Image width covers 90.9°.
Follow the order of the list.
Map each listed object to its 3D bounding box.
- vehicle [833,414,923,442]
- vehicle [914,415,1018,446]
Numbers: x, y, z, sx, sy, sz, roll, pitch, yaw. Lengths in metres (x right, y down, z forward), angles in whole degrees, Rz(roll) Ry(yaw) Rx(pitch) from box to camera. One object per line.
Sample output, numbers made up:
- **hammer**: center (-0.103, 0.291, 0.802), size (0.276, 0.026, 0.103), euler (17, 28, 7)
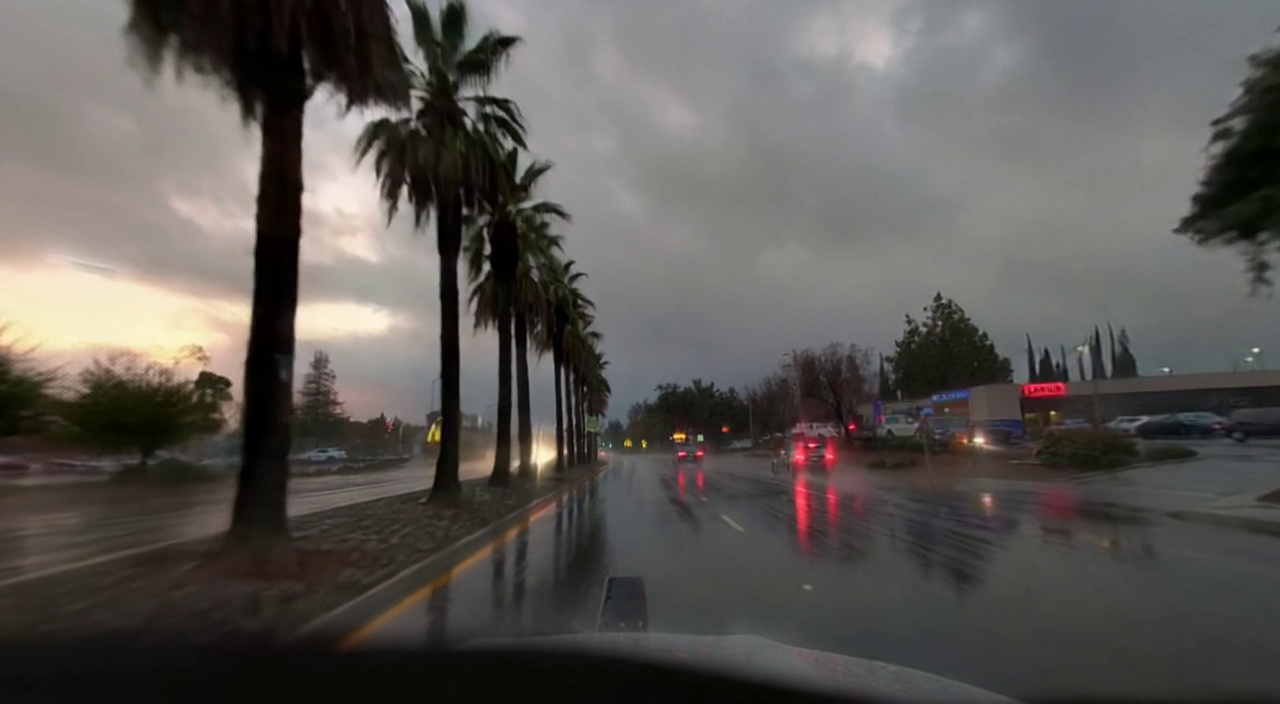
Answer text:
- **vehicle**: center (17.864, 5.748, 47.572), size (5.817, 1.906, 2.230), euler (-1, -10, 0)
- **vehicle**: center (18.678, 4.537, 36.305), size (4.649, 1.662, 2.349), euler (0, -8, 1)
